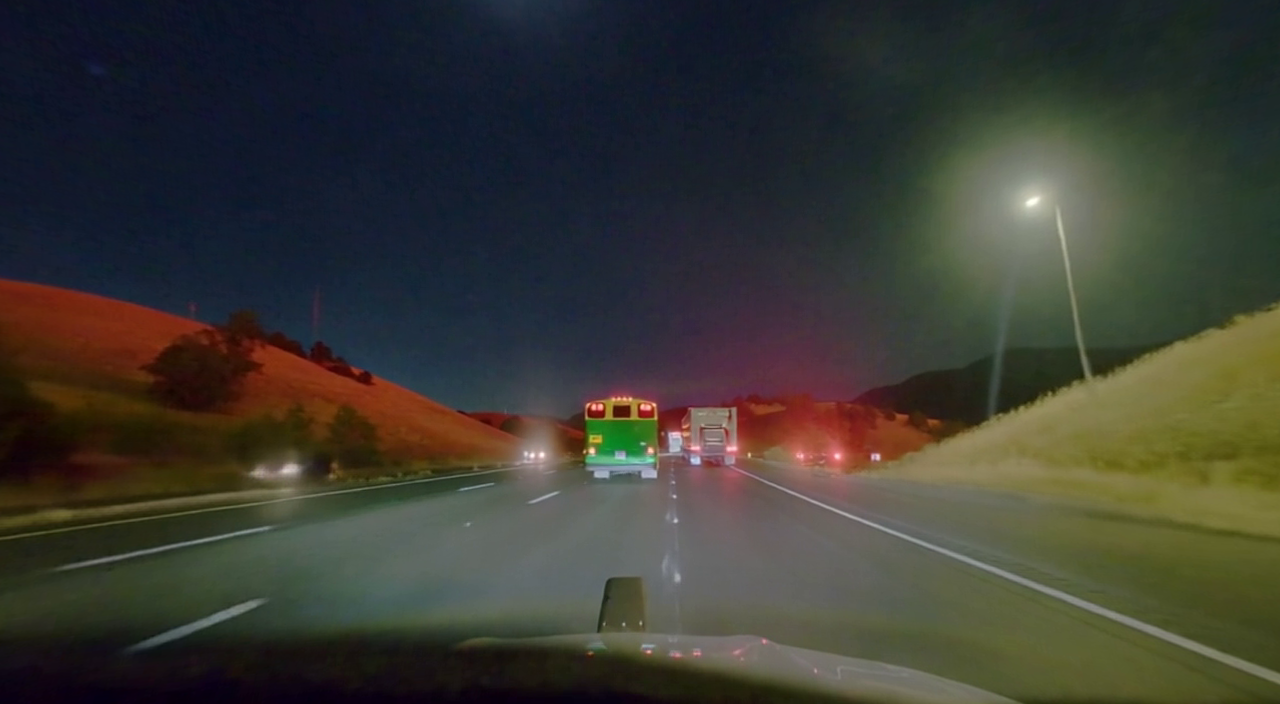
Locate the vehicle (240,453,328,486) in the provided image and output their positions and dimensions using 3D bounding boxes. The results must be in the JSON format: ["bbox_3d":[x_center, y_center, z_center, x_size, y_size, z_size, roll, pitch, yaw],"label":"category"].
[{"bbox_3d":[-17.879,5.893,31.905,1.842,1.482,4.133,-1,-8,3],"label":"vehicle"}]

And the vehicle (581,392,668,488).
[{"bbox_3d":[-0.295,3.796,27.066,2.948,3.265,10.569,0,-8,3],"label":"vehicle"}]

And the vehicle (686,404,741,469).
[{"bbox_3d":[4.479,5.388,39.835,2.716,3.705,7.018,0,-9,1],"label":"vehicle"}]
